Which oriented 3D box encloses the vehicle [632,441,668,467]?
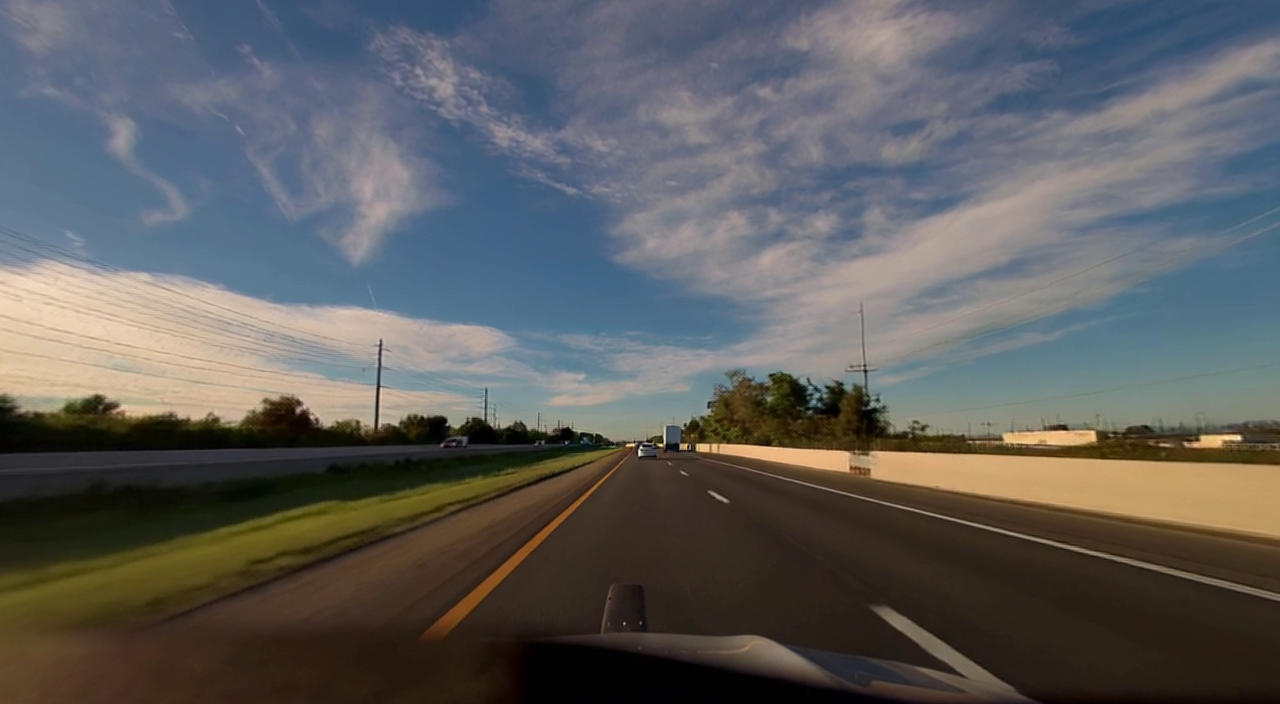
[{"bbox_3d":[0.645,6.584,40.961,2.192,1.556,4.132,-1,-8,1],"label":"vehicle"}]
